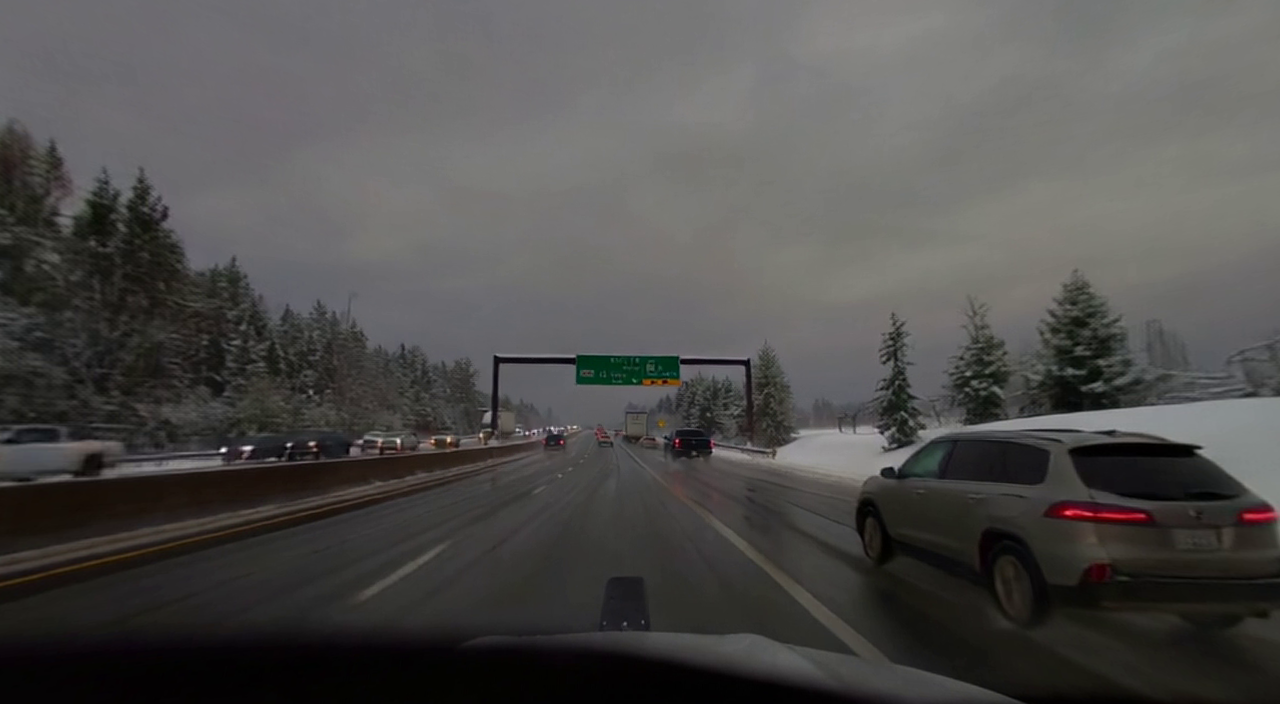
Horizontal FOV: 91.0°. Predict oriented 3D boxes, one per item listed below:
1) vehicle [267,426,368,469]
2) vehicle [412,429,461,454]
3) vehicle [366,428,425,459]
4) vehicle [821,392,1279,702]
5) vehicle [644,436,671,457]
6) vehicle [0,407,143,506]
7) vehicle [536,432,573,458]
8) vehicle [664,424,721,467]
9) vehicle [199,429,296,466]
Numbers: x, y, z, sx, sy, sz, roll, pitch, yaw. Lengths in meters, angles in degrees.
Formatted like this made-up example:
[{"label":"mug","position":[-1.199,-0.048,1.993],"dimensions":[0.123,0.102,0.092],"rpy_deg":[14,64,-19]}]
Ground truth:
[{"label":"vehicle","position":[-11.736,3.516,23.204],"dimensions":[1.727,1.433,3.940],"rpy_deg":[0,-8,-2]},{"label":"vehicle","position":[-12.011,5.323,37.343],"dimensions":[1.853,1.406,3.495],"rpy_deg":[1,-8,-2]},{"label":"vehicle","position":[-12.058,4.550,31.242],"dimensions":[1.610,1.420,3.445],"rpy_deg":[0,-8,-2]},{"label":"vehicle","position":[3.316,1.263,5.366],"dimensions":[2.127,1.497,4.445],"rpy_deg":[0,-8,-1]},{"label":"vehicle","position":[1.244,6.924,46.323],"dimensions":[1.844,1.462,3.736],"rpy_deg":[0,-8,-1]},{"label":"vehicle","position":[-10.970,1.721,10.445],"dimensions":[1.948,1.538,4.322],"rpy_deg":[0,-8,-1]},{"label":"vehicle","position":[-5.768,6.318,42.925],"dimensions":[2.058,1.689,4.315],"rpy_deg":[0,-8,-2]},{"label":"vehicle","position":[2.498,4.647,31.511],"dimensions":[2.207,1.937,5.610],"rpy_deg":[0,-8,-2]},{"label":"vehicle","position":[-16.487,4.039,26.677],"dimensions":[1.754,1.448,3.799],"rpy_deg":[0,-8,-2]}]
